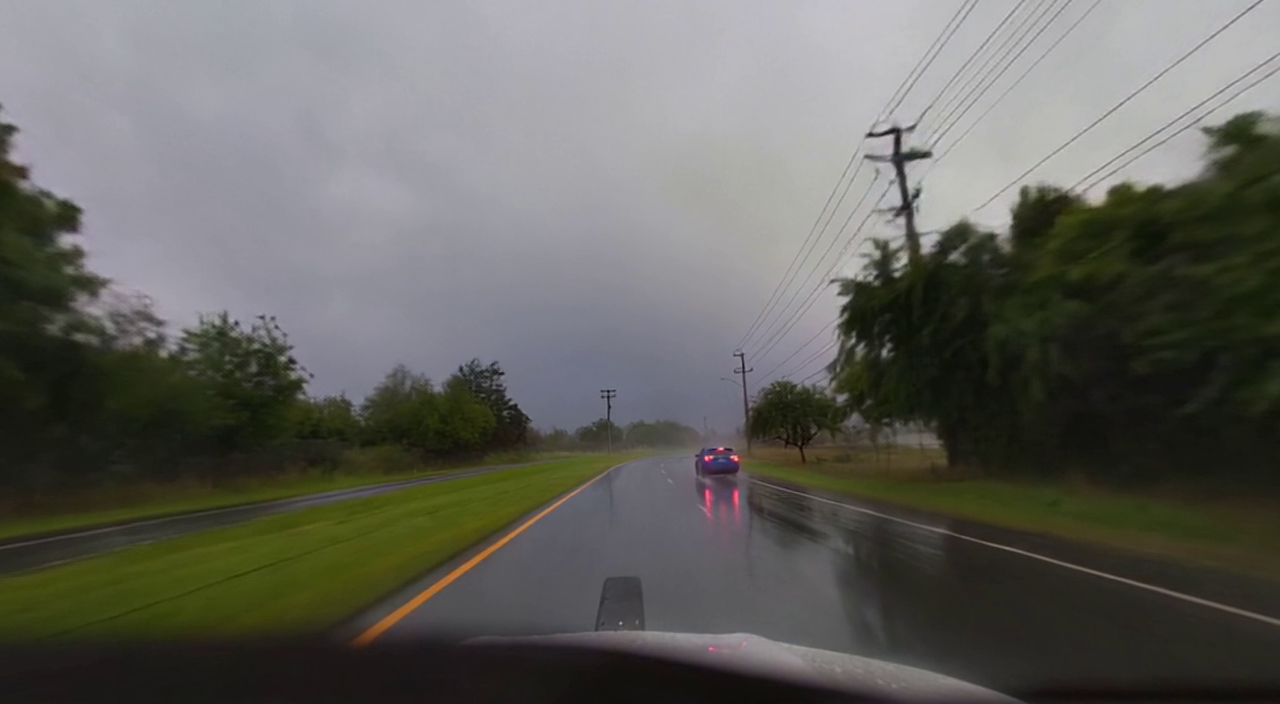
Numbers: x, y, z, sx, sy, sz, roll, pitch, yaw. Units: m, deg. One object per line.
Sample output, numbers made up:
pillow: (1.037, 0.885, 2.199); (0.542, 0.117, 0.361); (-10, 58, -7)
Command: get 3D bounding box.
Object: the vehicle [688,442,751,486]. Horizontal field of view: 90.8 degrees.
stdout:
vehicle: (3.324, 4.770, 27.206); (2.135, 1.692, 4.185); (0, -9, 0)
